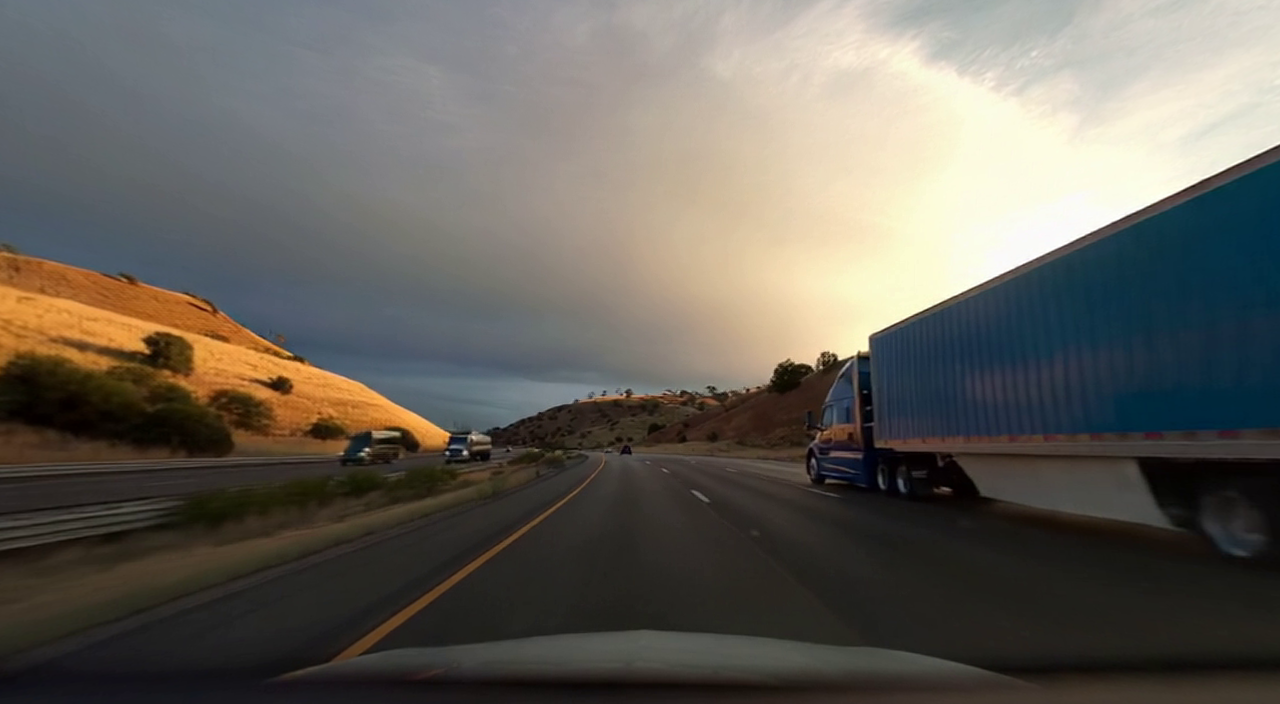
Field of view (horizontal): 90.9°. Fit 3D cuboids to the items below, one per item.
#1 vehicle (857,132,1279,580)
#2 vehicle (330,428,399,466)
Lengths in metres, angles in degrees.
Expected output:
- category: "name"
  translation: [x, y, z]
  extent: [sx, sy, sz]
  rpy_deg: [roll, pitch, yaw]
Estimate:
- category: "vehicle"
  translation: [7.487, 0.493, 9.093]
  extent: [2.923, 4.182, 16.345]
  rpy_deg: [0, -8, 0]
- category: "vehicle"
  translation: [-19.402, 6.741, 44.797]
  extent: [2.356, 2.463, 5.796]
  rpy_deg: [0, -8, -2]
